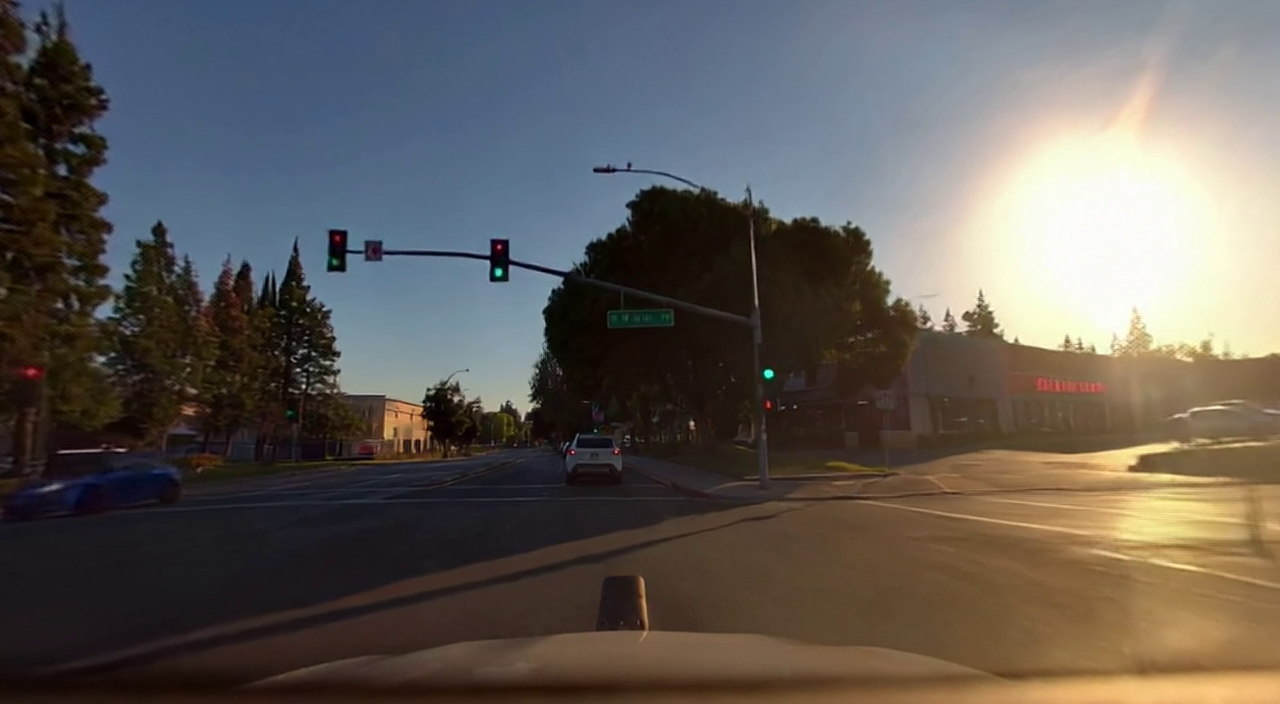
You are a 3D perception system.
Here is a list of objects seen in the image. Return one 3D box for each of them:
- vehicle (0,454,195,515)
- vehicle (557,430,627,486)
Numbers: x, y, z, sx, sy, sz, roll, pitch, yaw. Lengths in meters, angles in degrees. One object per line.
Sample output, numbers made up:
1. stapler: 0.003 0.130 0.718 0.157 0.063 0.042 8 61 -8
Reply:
1. vehicle: -16.149 3.834 18.882 1.873 1.483 4.657 -1 -8 7
2. vehicle: -1.650 3.654 22.085 2.227 1.733 3.930 0 -8 -4
